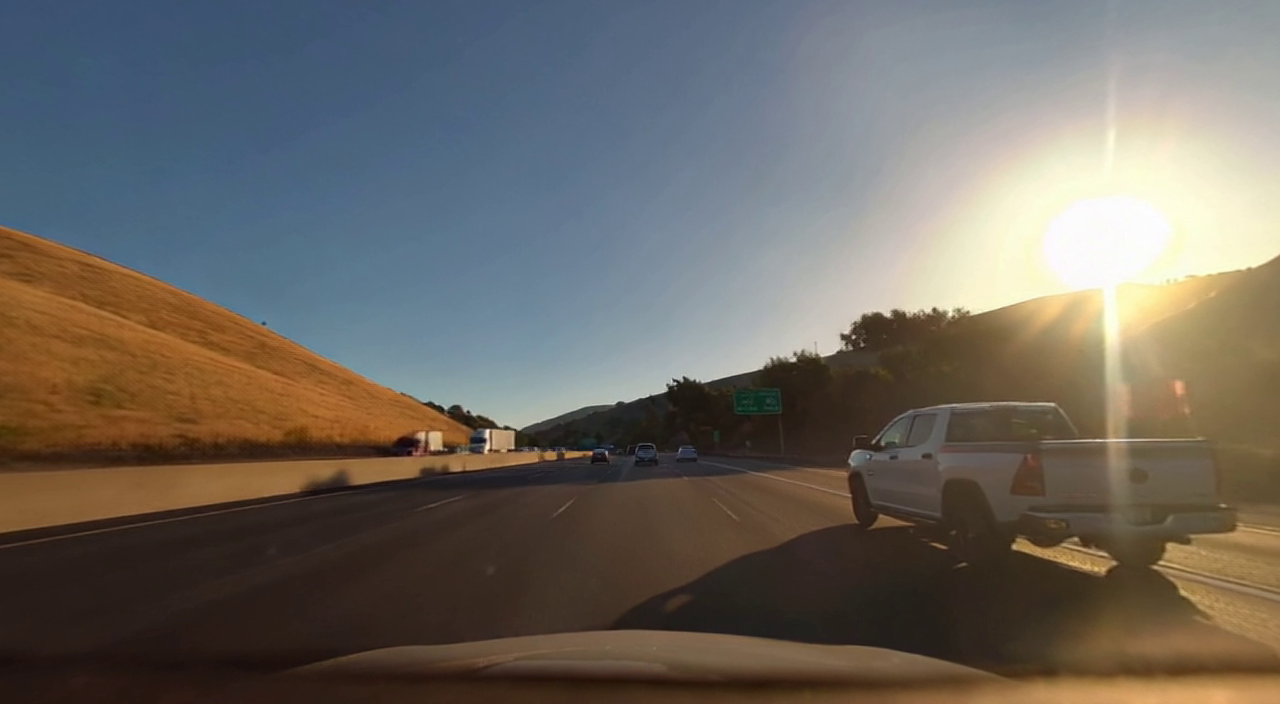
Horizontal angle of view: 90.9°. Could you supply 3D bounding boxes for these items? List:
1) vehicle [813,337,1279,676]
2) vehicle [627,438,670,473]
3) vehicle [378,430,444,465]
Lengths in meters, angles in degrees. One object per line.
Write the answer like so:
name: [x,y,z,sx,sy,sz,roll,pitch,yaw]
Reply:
vehicle: [4.047,1.311,6.682,2.700,1.980,5.866,0,-8,-1]
vehicle: [0.408,5.421,33.305,2.086,1.685,4.206,0,-8,0]
vehicle: [-15.896,6.685,44.188,2.233,2.227,6.034,0,-8,2]
